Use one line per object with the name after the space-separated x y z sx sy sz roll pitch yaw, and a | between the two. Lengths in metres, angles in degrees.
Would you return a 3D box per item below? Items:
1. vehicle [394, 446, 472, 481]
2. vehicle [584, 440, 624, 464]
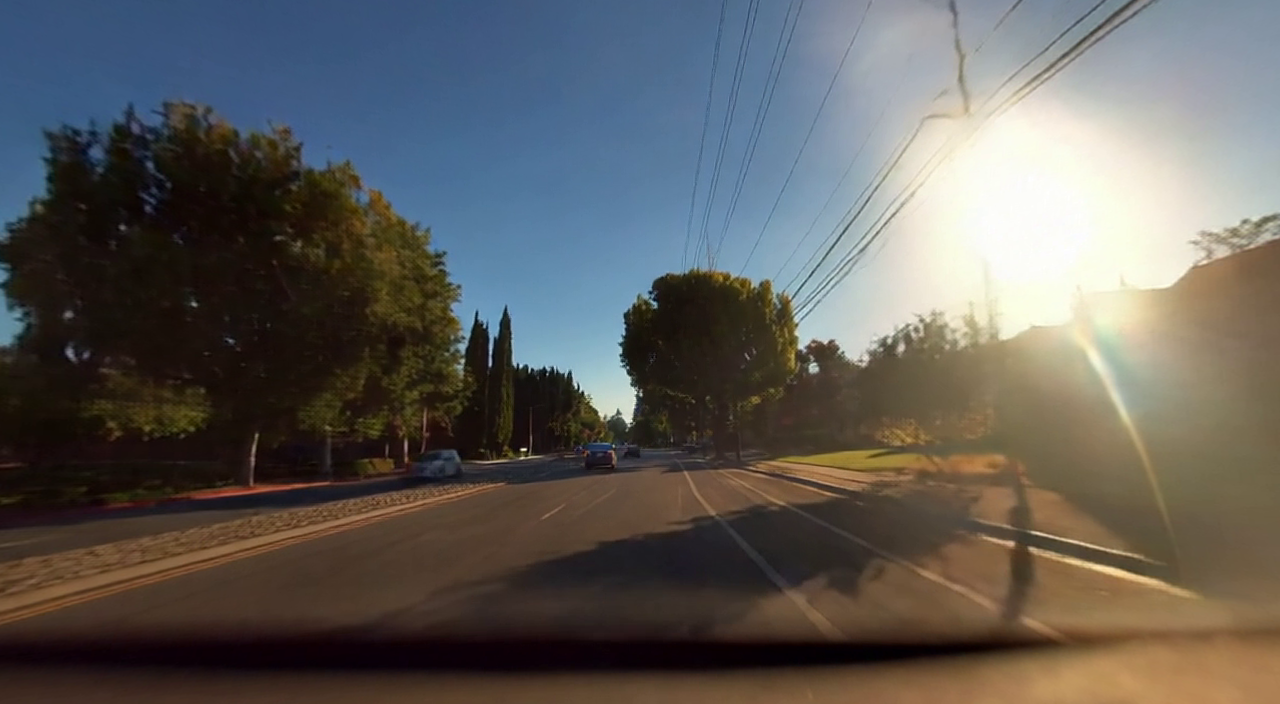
-9.903 5.330 30.571 2.106 1.524 4.624 0 -8 1 | vehicle
-2.294 6.527 41.403 2.084 1.466 4.522 -1 -8 3 | vehicle
